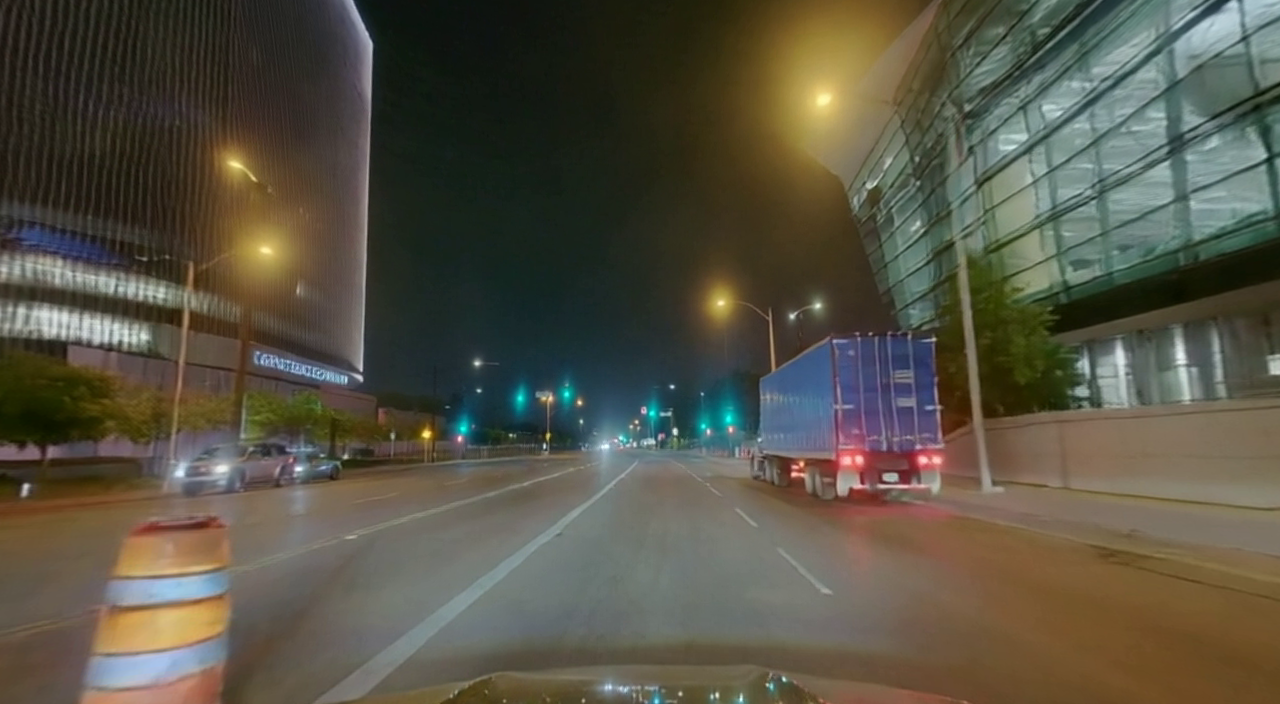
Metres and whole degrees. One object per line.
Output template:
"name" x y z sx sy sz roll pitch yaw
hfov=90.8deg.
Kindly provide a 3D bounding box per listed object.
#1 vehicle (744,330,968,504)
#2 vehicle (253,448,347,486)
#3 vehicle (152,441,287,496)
"vehicle" 5.644 2.147 19.129 3.176 3.913 9.805 0 -8 -1
"vehicle" -16.561 5.586 31.106 1.925 1.665 4.893 0 -8 -1
"vehicle" -16.558 4.567 25.258 1.937 1.984 4.928 0 -8 0
